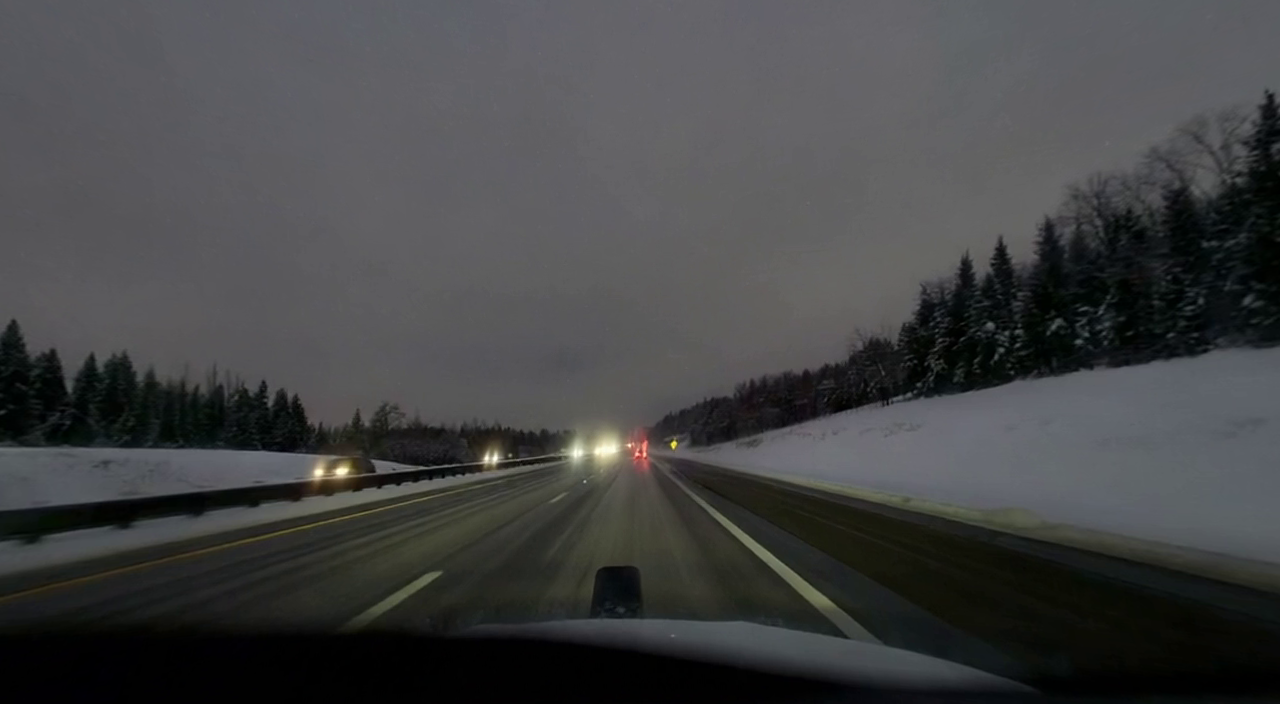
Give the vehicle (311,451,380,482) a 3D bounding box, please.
[{"bbox_3d":[-17.739,6.902,38.118,1.954,1.698,4.409,-1,-9,1],"label":"vehicle"}]
